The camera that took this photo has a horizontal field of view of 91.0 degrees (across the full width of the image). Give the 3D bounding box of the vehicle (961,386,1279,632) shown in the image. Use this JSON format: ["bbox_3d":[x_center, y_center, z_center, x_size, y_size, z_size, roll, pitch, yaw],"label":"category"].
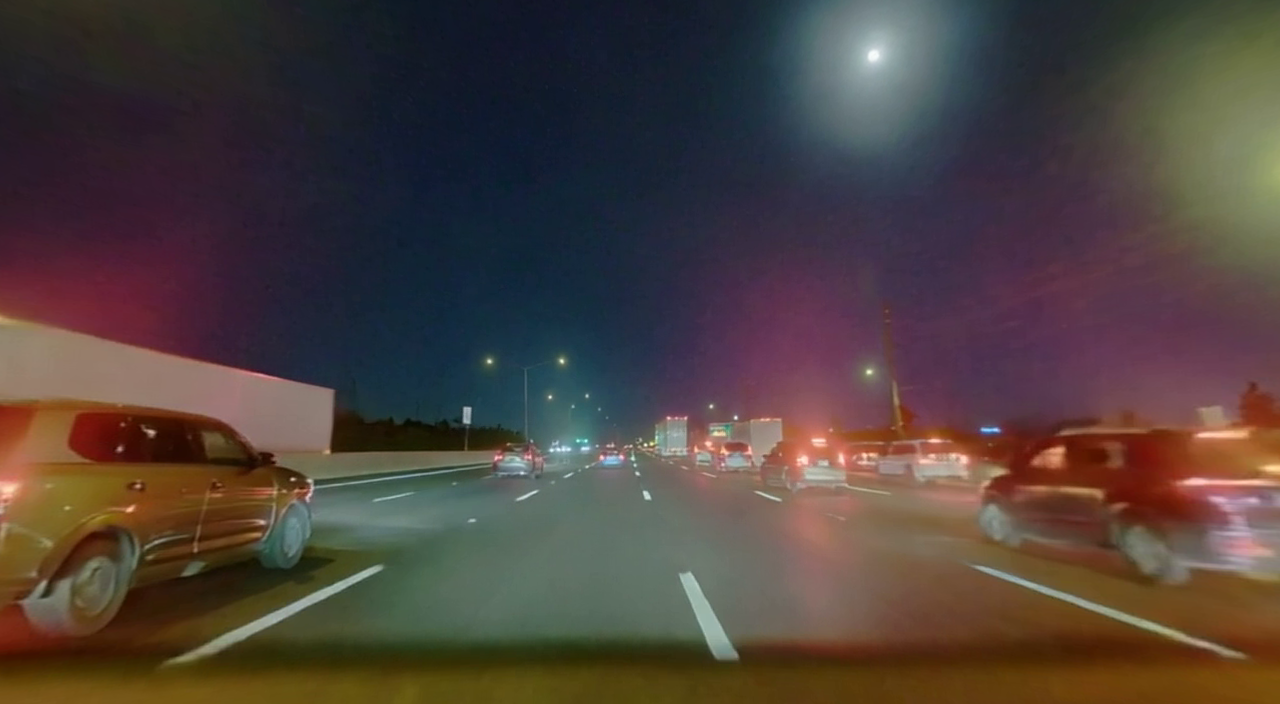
[{"bbox_3d":[5.396,1.396,6.439,1.977,1.705,4.078,0,-8,-1],"label":"vehicle"}]

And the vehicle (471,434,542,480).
[{"bbox_3d":[-5.775,4.577,27.792,2.147,1.825,4.602,0,-8,0],"label":"vehicle"}]

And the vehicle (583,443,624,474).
[{"bbox_3d":[-1.888,5.700,33.920,2.060,1.508,4.308,0,-8,-1],"label":"vehicle"}]

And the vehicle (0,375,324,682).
[{"bbox_3d":[-4.687,1.209,5.007,2.127,1.705,4.374,0,-8,-1],"label":"vehicle"}]

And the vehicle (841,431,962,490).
[{"bbox_3d":[8.818,3.703,21.799,2.018,1.802,4.749,0,-8,-2],"label":"vehicle"}]

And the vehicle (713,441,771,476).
[{"bbox_3d":[4.948,5.210,31.125,1.978,1.607,4.245,0,-8,-2],"label":"vehicle"}]

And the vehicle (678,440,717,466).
[{"bbox_3d":[4.036,7.200,45.060,2.182,1.782,4.800,0,-8,-2],"label":"vehicle"}]

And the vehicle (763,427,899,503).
[{"bbox_3d":[5.062,3.072,17.576,2.086,1.783,4.868,0,-8,-2],"label":"vehicle"}]
